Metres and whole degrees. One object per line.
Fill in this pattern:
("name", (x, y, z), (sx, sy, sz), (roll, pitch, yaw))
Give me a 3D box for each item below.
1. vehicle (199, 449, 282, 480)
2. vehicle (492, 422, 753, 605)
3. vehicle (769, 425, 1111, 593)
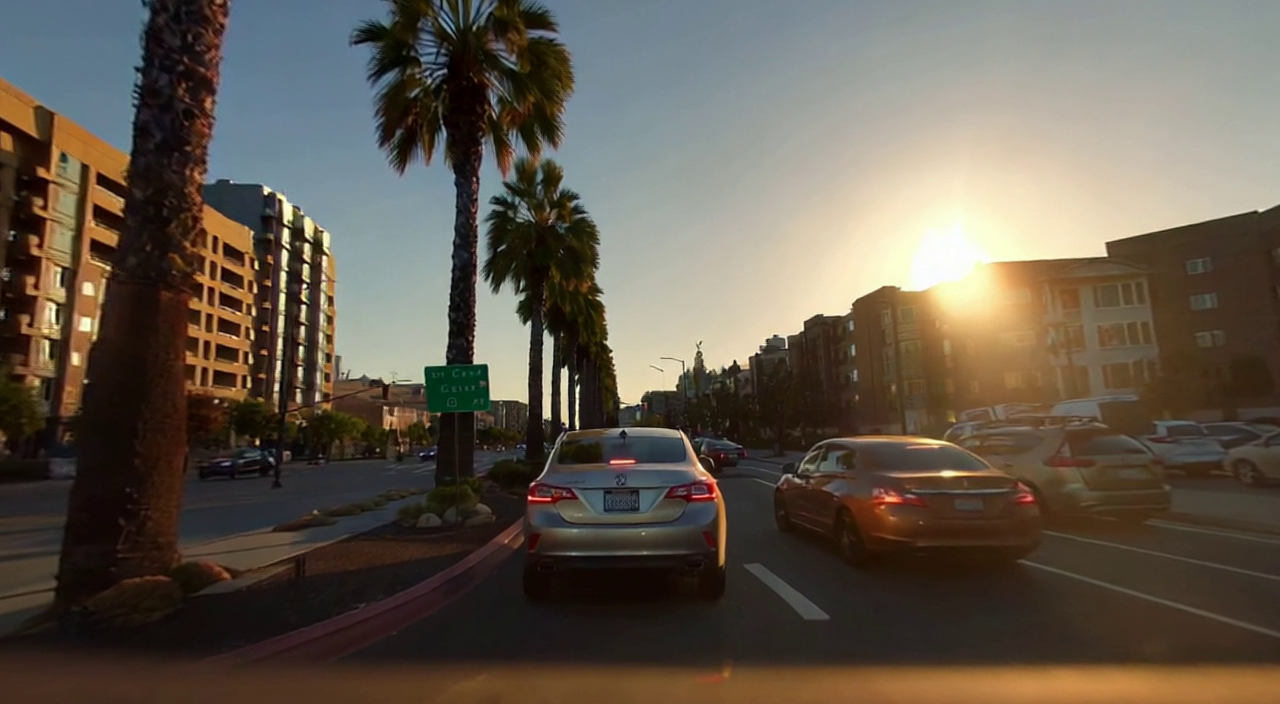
("vehicle", (-20.496, 5.766, 32.640), (1.764, 1.510, 3.827), (0, -8, 0))
("vehicle", (-0.158, 1.641, 7.289), (2.158, 1.498, 3.919), (0, -8, 0))
("vehicle", (3.123, 1.715, 7.859), (1.925, 1.451, 4.436), (0, -8, -2))
